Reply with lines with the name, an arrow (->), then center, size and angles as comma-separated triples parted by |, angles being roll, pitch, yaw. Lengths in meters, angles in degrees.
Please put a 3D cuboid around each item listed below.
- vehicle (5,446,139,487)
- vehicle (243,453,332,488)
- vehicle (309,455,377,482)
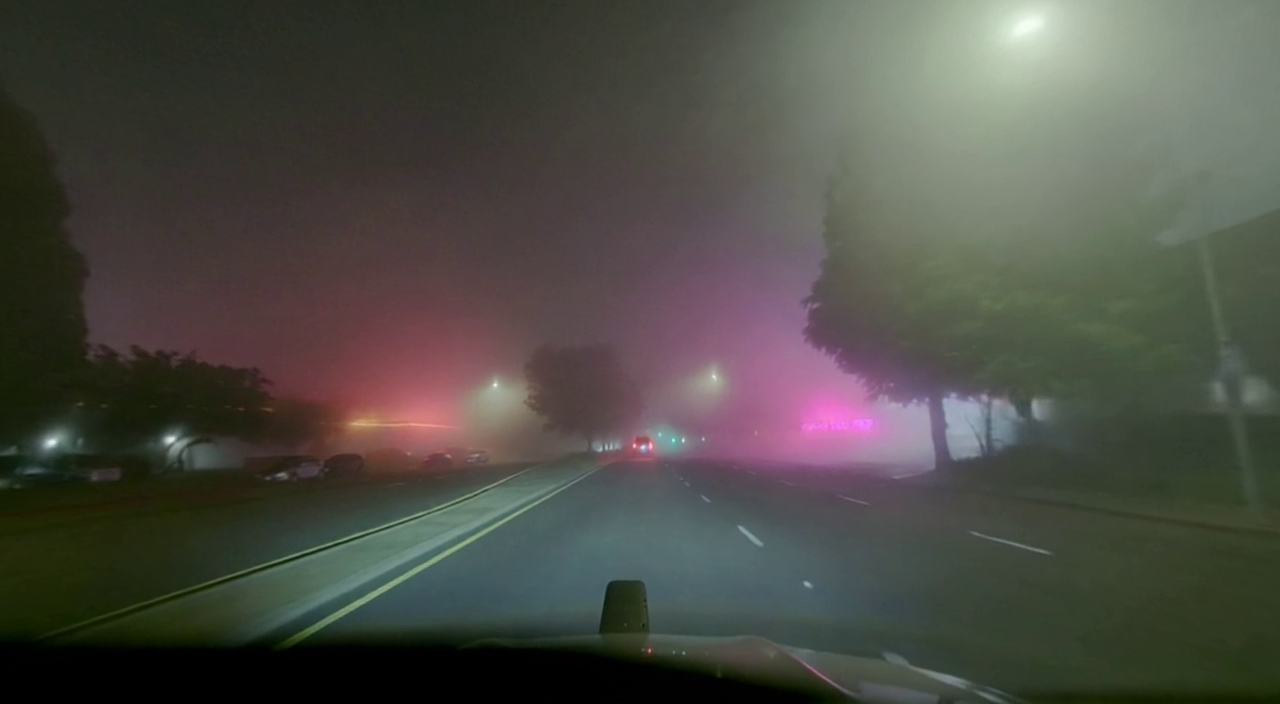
vehicle -> -26.764, 5.378, 29.834 | 4.261, 1.781, 1.985 | 0, -8, -4
vehicle -> -18.923, 6.347, 34.124 | 1.959, 1.682, 4.628 | -1, -8, 2
vehicle -> -18.631, 7.281, 39.772 | 1.861, 1.499, 4.535 | -1, -8, 3
